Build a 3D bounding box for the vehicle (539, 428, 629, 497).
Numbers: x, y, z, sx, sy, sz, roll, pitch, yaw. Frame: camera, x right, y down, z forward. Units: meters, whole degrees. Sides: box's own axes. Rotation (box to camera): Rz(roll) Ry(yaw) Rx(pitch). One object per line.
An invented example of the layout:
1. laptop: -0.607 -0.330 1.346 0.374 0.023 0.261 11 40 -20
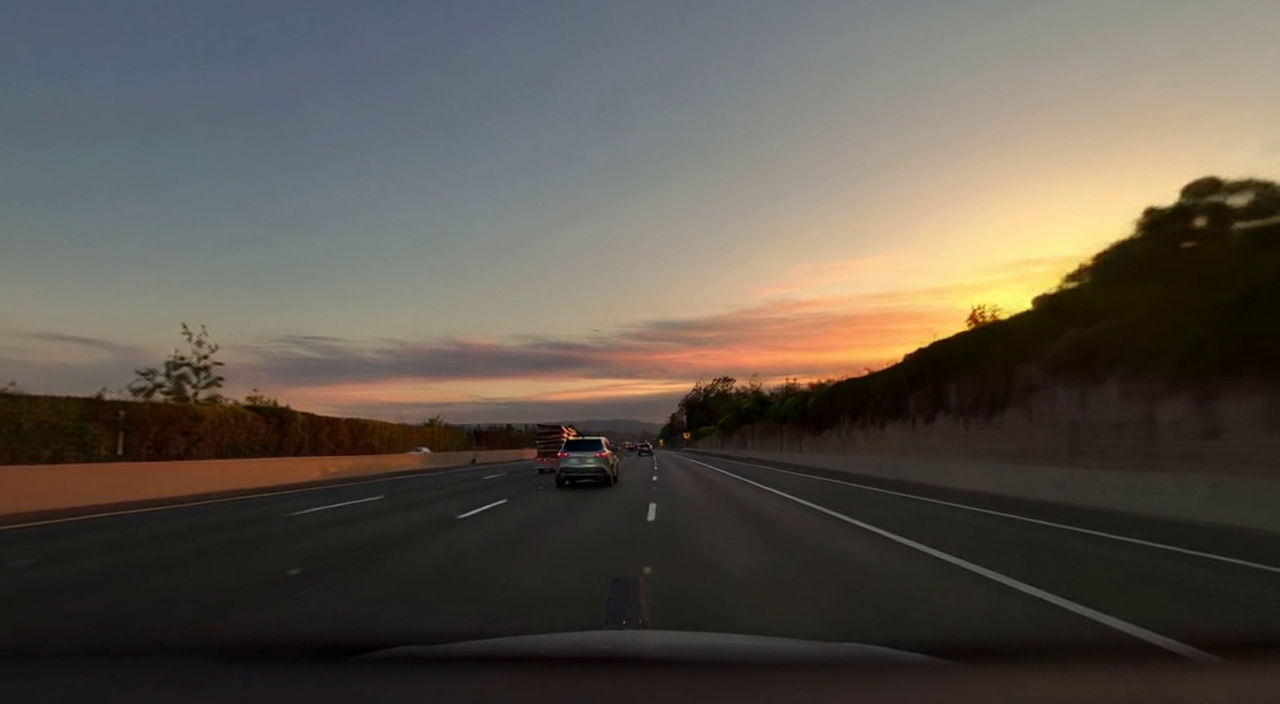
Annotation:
1. vehicle: -1.516 3.233 18.835 2.114 1.787 4.365 -1 -8 2
